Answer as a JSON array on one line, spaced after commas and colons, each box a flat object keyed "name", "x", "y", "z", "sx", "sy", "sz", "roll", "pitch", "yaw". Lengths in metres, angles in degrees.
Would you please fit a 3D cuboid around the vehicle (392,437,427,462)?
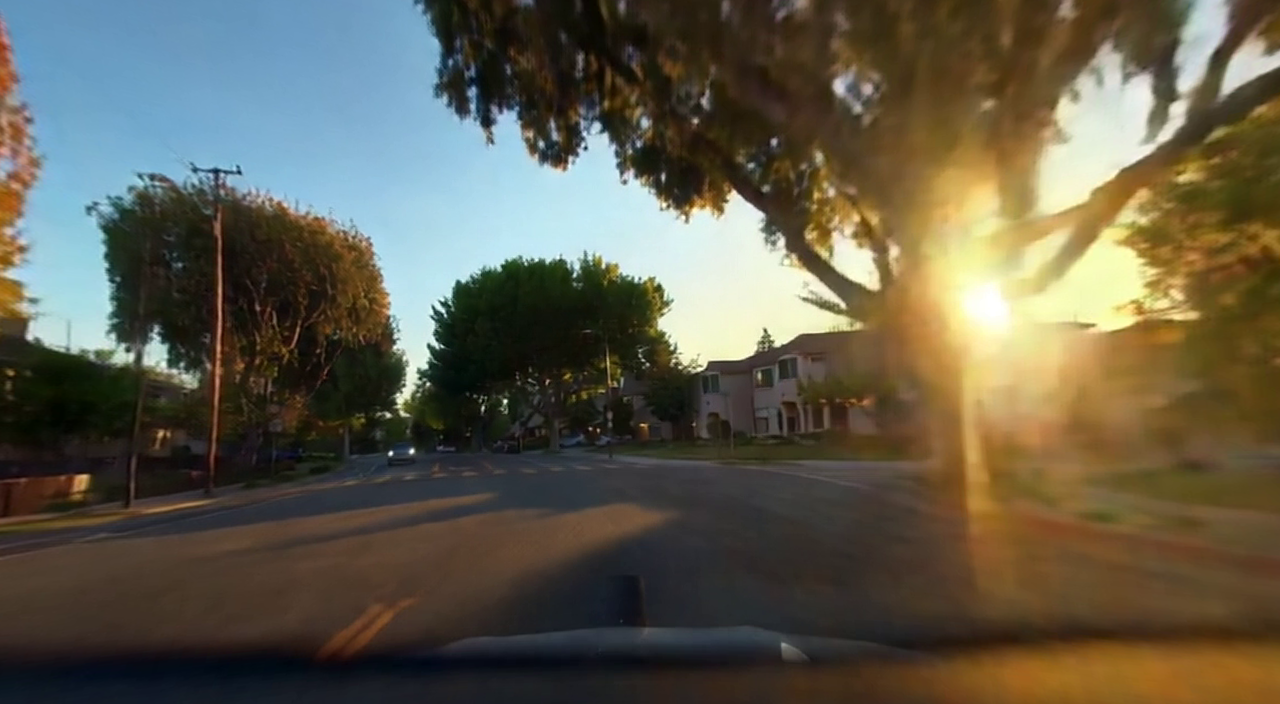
[{"name": "vehicle", "x": -17.634, "y": 7.445, "z": 48.268, "sx": 2.247, "sy": 1.801, "sz": 4.672, "roll": 3, "pitch": -9, "yaw": -22}]
